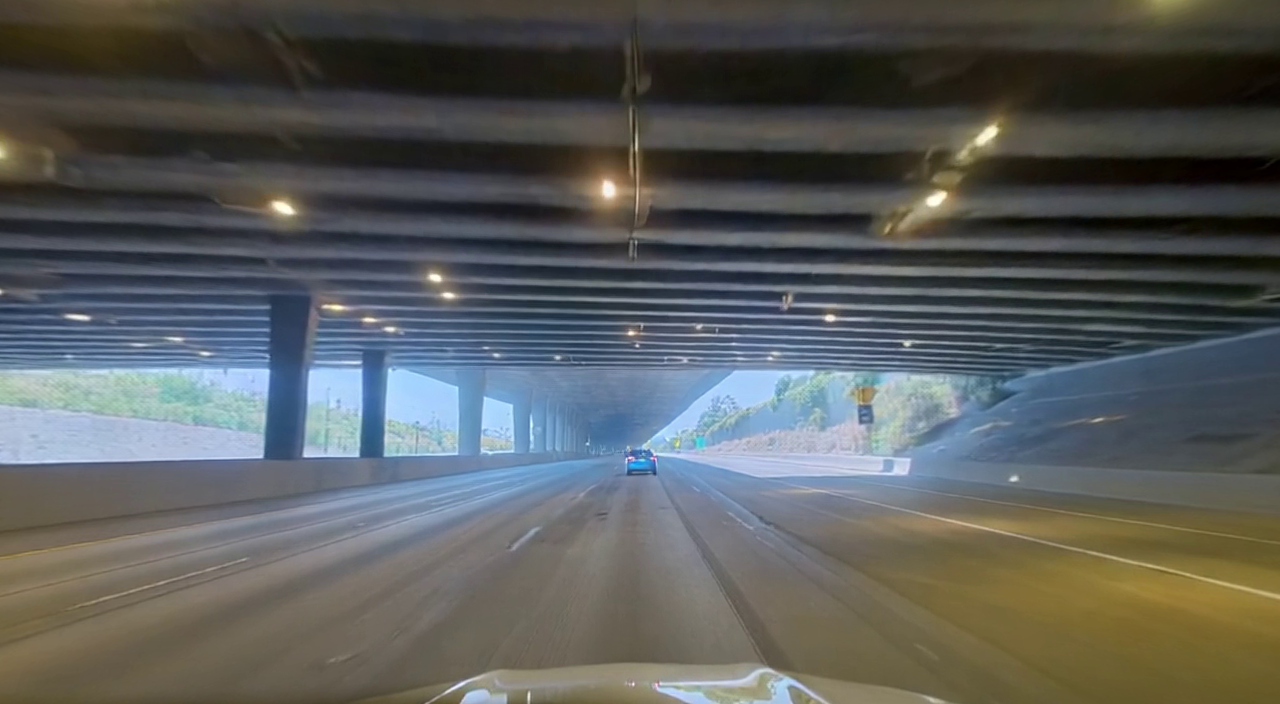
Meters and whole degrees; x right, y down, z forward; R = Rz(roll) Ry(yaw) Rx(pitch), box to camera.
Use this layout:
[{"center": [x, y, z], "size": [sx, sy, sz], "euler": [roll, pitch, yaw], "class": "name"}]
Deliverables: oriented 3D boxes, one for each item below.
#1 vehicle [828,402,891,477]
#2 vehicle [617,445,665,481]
[{"center": [11.157, 4.509, 32.244], "size": [2.135, 3.652, 2.845], "euler": [-1, -9, 2], "class": "vehicle"}, {"center": [-0.025, 5.029, 28.801], "size": [2.055, 1.501, 4.321], "euler": [0, -9, -2], "class": "vehicle"}]
